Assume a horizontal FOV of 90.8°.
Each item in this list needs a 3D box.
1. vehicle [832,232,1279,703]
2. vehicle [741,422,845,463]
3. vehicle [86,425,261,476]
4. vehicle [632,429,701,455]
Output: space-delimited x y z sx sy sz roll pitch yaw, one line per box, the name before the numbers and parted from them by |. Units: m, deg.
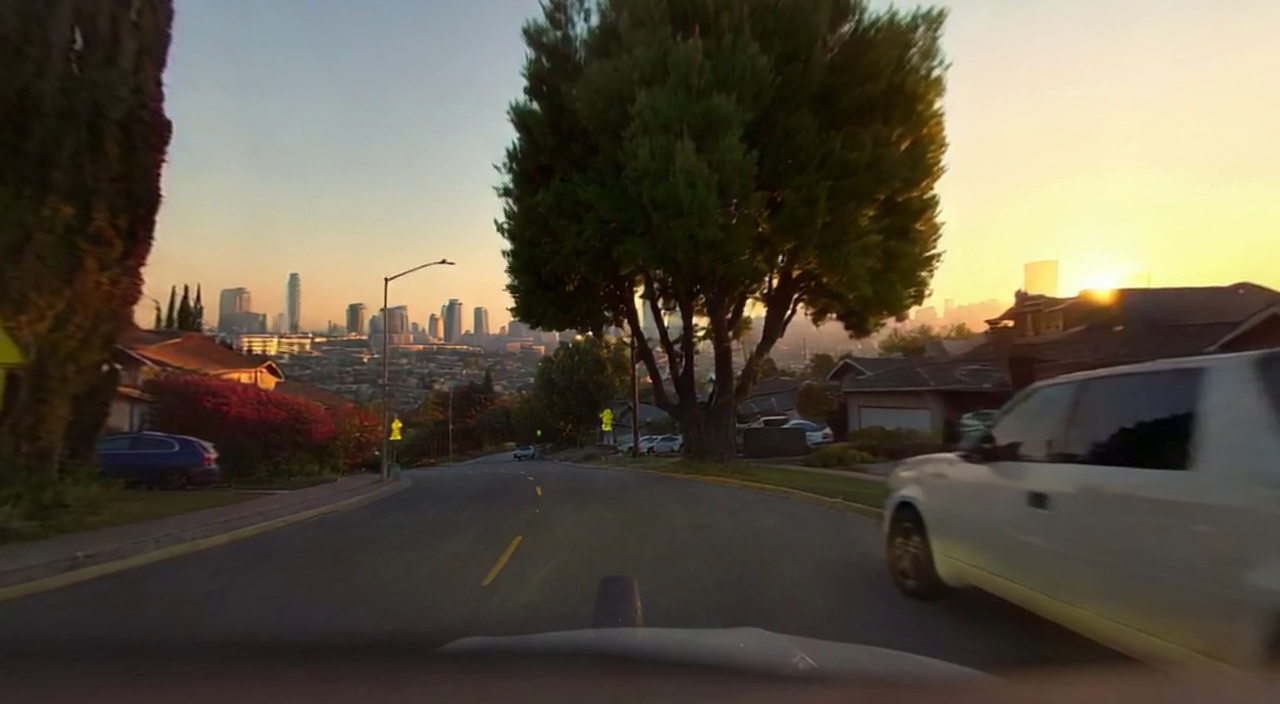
vehicle | 2.959 0.738 3.053 2.180 1.849 5.423 0 -8 -2
vehicle | 7.355 4.349 30.517 4.416 1.855 2.060 2 -9 -19
vehicle | -16.251 3.447 22.280 4.464 1.681 1.906 1 -8 -11
vehicle | 1.901 6.444 45.237 4.583 1.710 1.858 2 -9 -20
